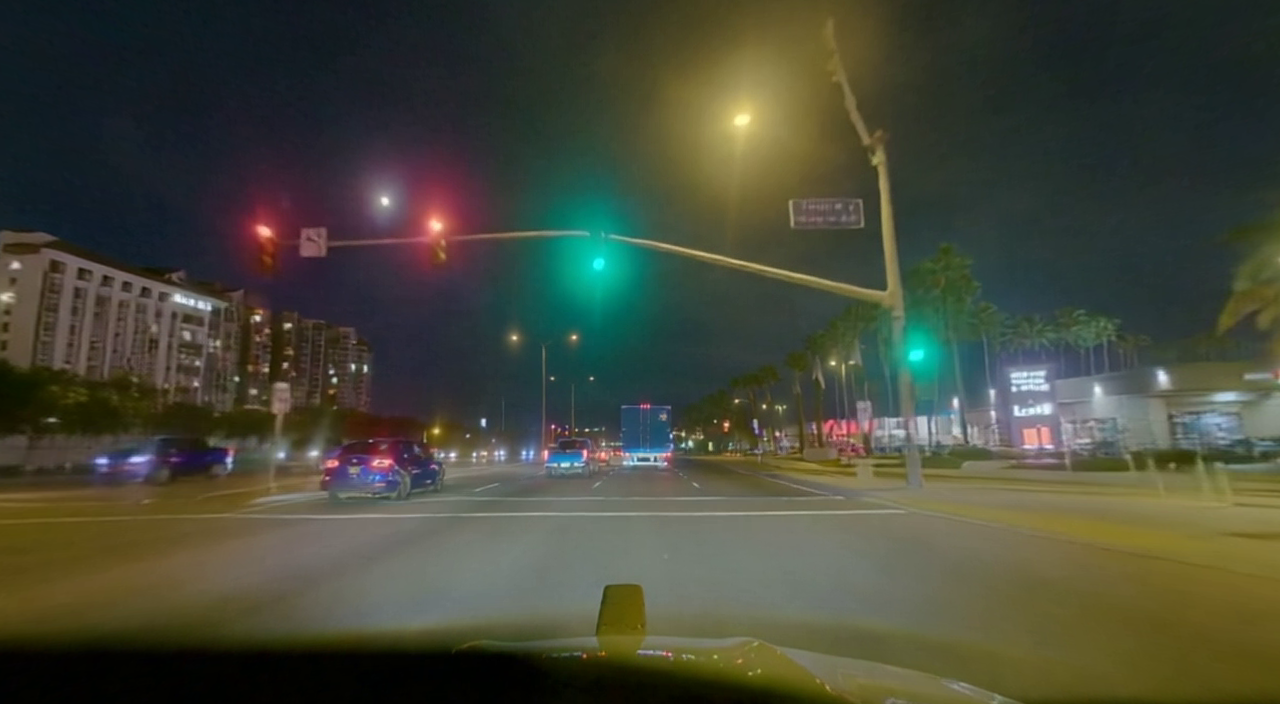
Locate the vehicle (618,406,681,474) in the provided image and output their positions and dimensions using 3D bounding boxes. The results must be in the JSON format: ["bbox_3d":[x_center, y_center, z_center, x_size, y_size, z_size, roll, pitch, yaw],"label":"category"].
[{"bbox_3d":[0.513,4.696,33.323,2.993,3.235,6.692,0,-8,1],"label":"vehicle"}]

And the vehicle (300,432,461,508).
[{"bbox_3d":[-6.328,2.920,16.043,2.045,1.630,4.680,0,-8,1],"label":"vehicle"}]

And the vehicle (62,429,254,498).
[{"bbox_3d":[-14.651,3.483,19.574,2.040,1.745,4.899,-3,-10,1],"label":"vehicle"}]

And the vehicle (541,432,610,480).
[{"bbox_3d":[-2.593,4.352,26.526,2.178,1.826,4.933,0,-8,2],"label":"vehicle"}]
